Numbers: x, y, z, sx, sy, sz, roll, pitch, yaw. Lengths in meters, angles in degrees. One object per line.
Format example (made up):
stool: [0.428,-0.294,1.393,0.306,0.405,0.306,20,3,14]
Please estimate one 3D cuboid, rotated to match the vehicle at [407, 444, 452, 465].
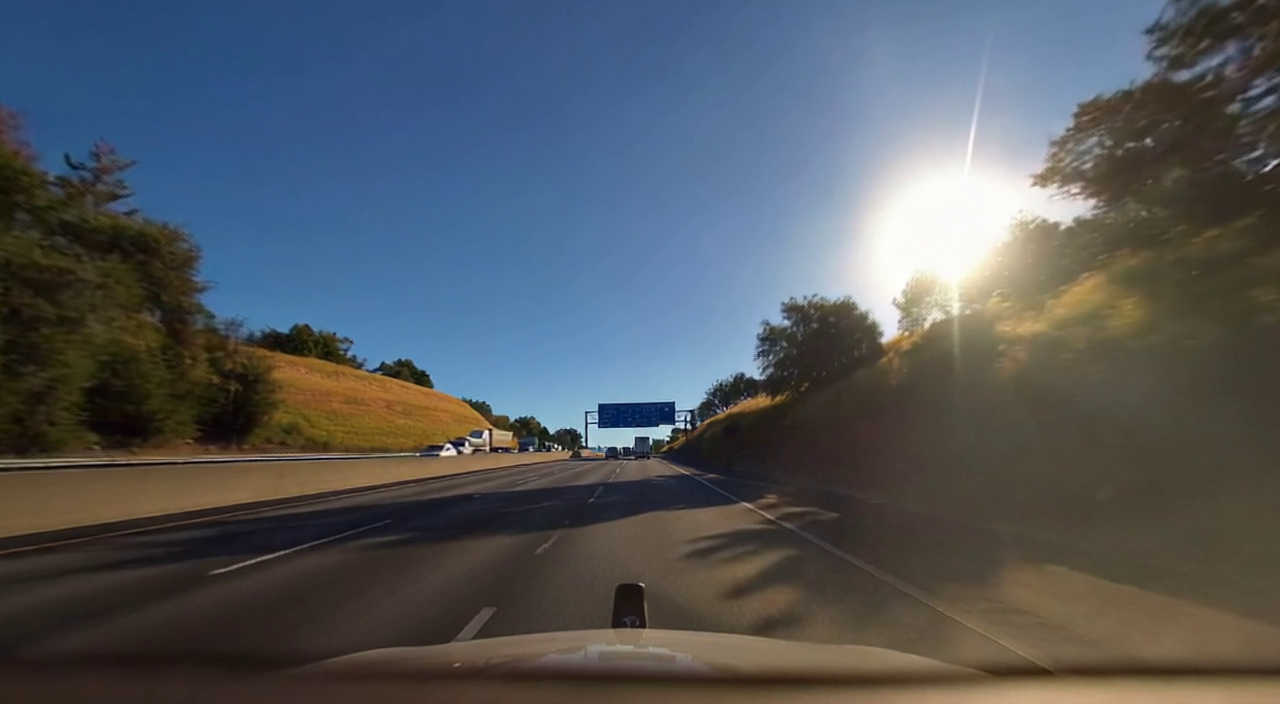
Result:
vehicle: [-16.039,7.838,48.239,1.918,1.483,4.211,0,-9,1]
